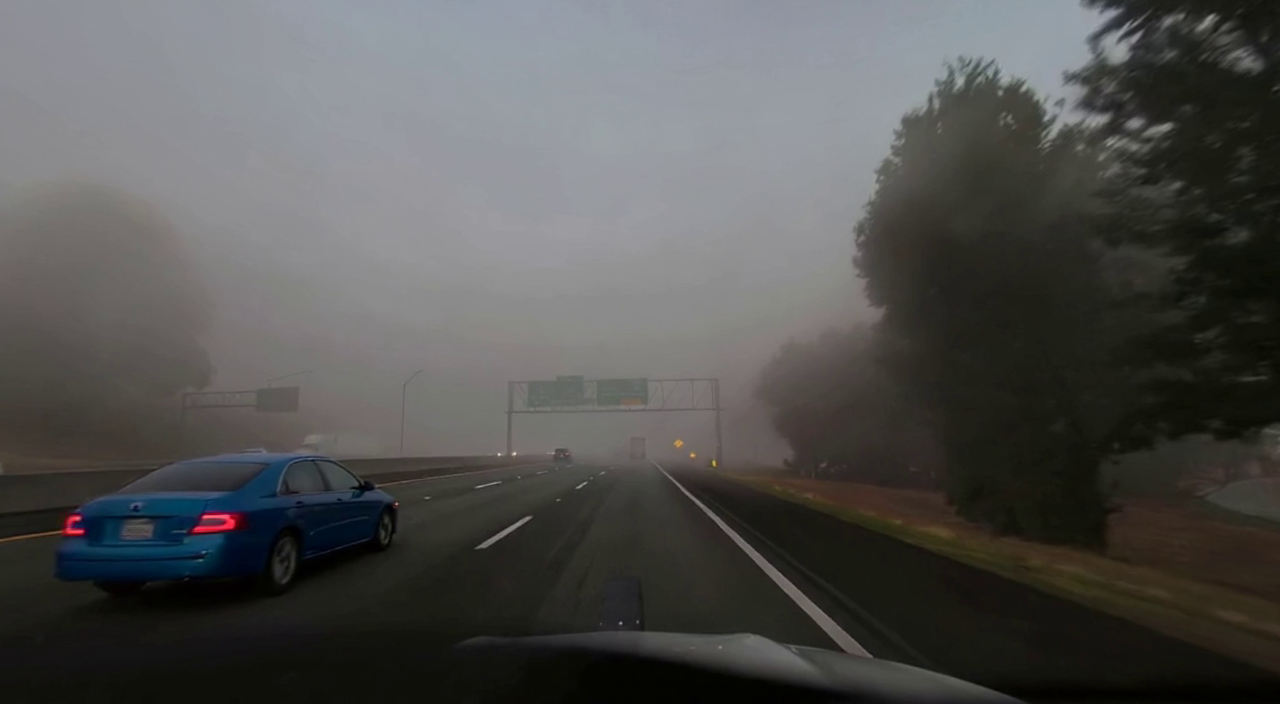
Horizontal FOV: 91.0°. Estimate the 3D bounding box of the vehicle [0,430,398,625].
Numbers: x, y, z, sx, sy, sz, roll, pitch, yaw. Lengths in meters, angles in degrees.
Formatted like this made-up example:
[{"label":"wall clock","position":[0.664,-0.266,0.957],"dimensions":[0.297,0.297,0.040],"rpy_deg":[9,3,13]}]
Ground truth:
[{"label":"vehicle","position":[-4.725,1.717,7.205],"dimensions":[2.104,1.501,4.459],"rpy_deg":[0,-9,1]}]
